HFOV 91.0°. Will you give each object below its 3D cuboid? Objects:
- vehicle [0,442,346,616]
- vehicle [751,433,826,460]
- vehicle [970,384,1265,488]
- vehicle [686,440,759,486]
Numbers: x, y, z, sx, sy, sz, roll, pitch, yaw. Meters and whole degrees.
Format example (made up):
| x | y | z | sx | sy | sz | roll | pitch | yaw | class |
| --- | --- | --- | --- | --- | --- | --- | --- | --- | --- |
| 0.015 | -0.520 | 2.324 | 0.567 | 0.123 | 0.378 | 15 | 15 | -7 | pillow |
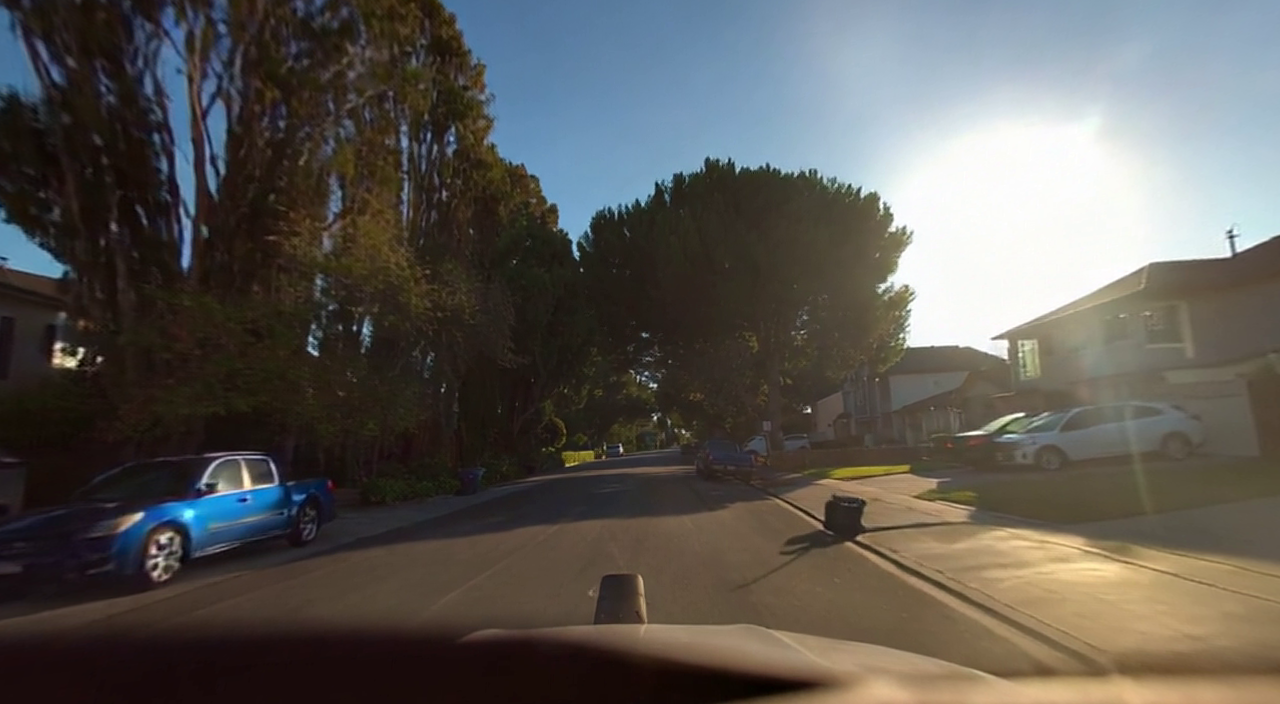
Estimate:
| x | y | z | sx | sy | sz | roll | pitch | yaw | class |
| --- | --- | --- | --- | --- | --- | --- | --- | --- | --- |
| -6.013 | 2.016 | 8.292 | 1.995 | 1.608 | 4.596 | 0 | -8 | 1 | vehicle |
| 10.416 | 6.659 | 44.304 | 4.710 | 1.512 | 1.894 | -5 | -9 | 1 | vehicle |
| 11.115 | 2.018 | 15.018 | 5.097 | 1.824 | 2.113 | -5 | -9 | 1 | vehicle |
| 2.832 | 3.915 | 22.533 | 2.006 | 1.494 | 4.211 | 0 | -8 | 0 | vehicle |
